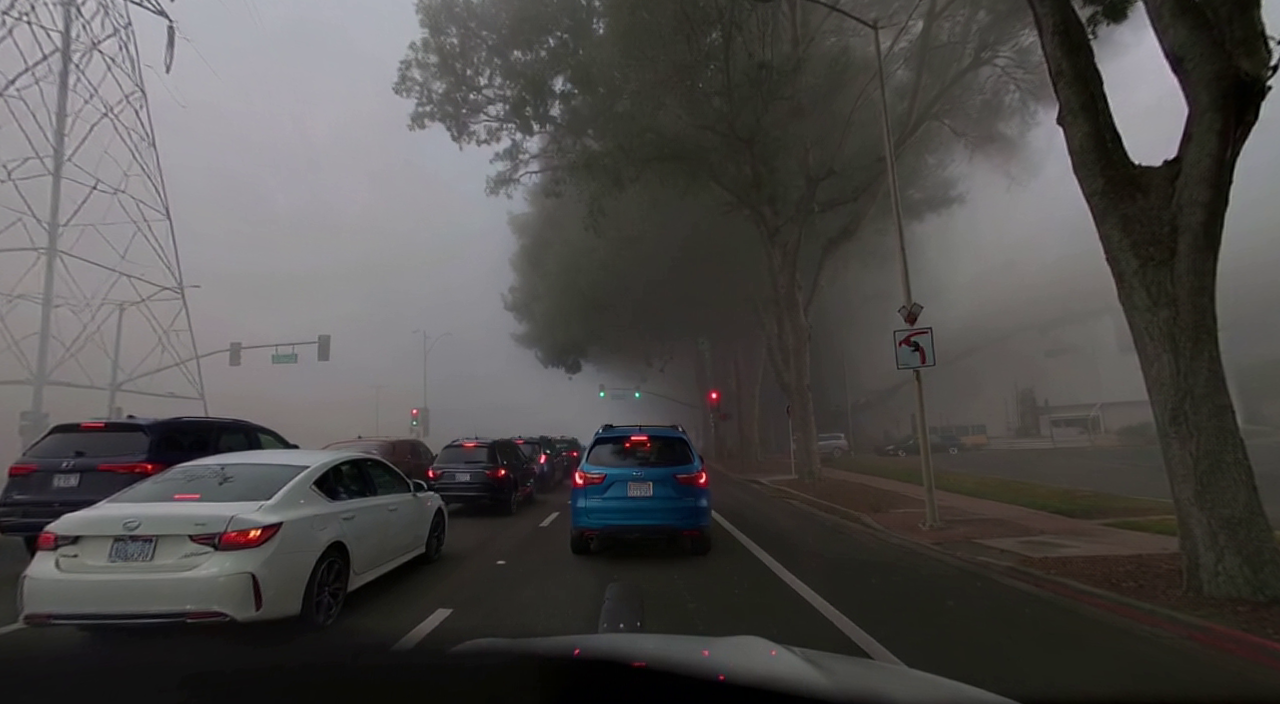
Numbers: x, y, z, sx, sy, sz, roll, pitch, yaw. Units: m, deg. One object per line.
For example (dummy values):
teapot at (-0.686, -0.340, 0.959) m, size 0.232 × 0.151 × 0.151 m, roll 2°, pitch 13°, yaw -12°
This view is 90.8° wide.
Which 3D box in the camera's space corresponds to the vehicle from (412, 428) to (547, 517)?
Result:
vehicle at (-3.260, 2.520, 13.677) m, size 1.997 × 1.636 × 3.760 m, roll 0°, pitch -8°, yaw -1°

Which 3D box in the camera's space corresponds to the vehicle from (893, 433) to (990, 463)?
vehicle at (15.086, 4.800, 31.708) m, size 3.858 × 1.437 × 1.899 m, roll 0°, pitch -8°, yaw -4°

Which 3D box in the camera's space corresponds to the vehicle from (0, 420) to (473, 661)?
vehicle at (-3.179, 1.496, 6.209) m, size 1.973 × 1.469 × 4.448 m, roll 0°, pitch -8°, yaw -2°

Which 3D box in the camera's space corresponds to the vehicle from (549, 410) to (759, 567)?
vehicle at (0.079, 1.771, 8.949) m, size 2.239 × 1.661 × 4.224 m, roll 0°, pitch -8°, yaw -2°
